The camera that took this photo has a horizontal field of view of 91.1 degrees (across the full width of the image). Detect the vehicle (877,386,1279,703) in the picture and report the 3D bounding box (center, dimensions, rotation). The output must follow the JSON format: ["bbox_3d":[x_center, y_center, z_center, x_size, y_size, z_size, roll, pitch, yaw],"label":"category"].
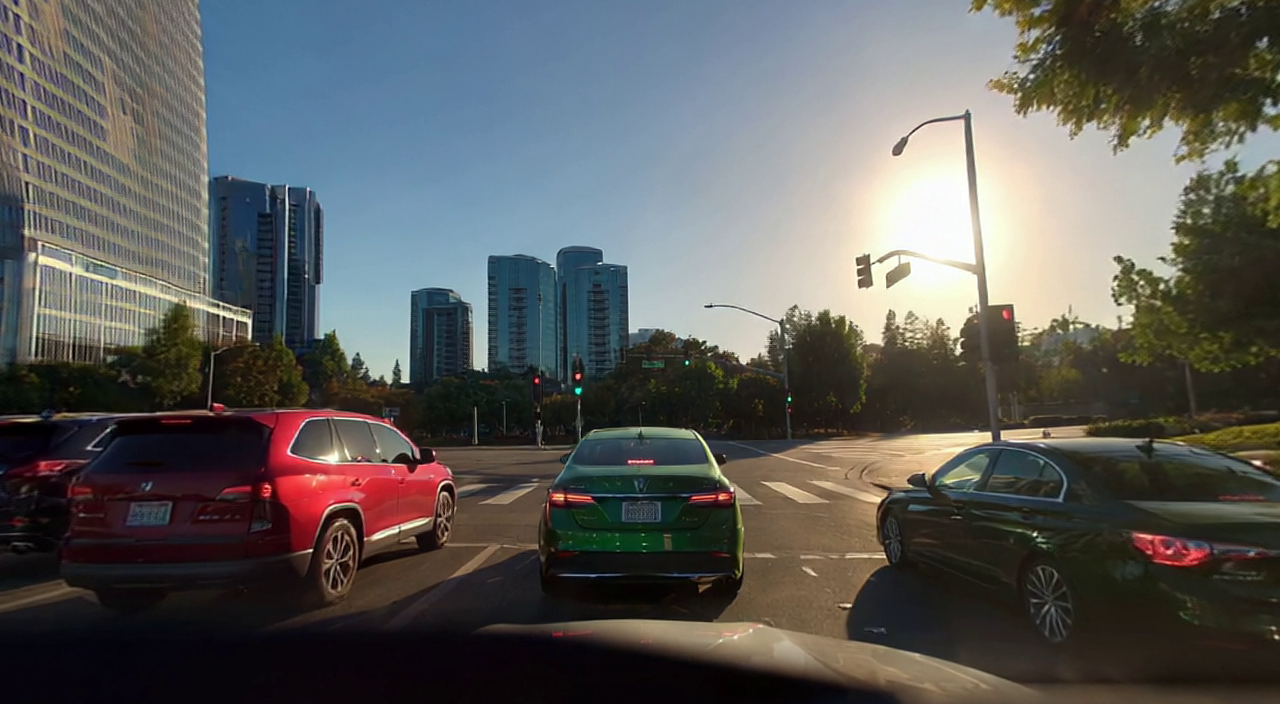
[{"bbox_3d":[3.591,1.200,4.609,2.010,1.486,4.498,0,-8,1],"label":"vehicle"}]

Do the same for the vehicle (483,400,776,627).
[{"bbox_3d":[-0.052,1.402,6.305,2.047,1.579,3.642,0,-8,1],"label":"vehicle"}]

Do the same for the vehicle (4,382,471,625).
[{"bbox_3d":[-3.563,1.423,6.845,2.014,1.755,4.360,0,-8,3],"label":"vehicle"}]
